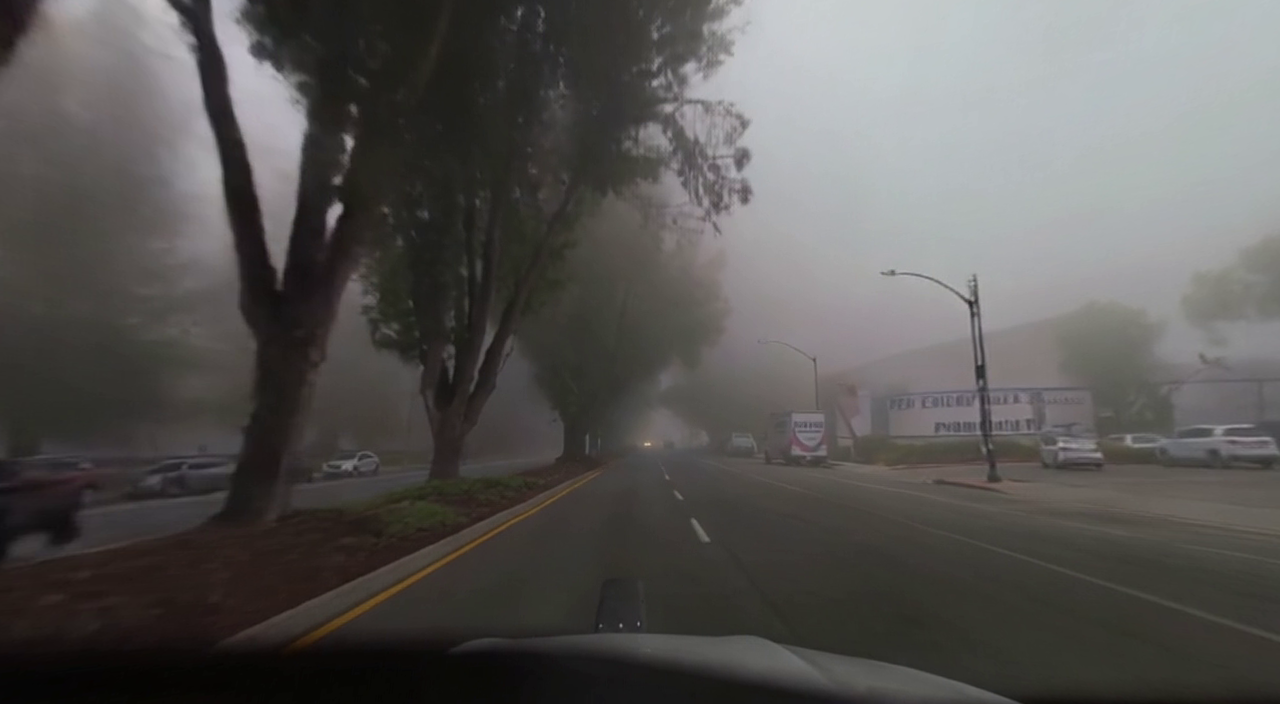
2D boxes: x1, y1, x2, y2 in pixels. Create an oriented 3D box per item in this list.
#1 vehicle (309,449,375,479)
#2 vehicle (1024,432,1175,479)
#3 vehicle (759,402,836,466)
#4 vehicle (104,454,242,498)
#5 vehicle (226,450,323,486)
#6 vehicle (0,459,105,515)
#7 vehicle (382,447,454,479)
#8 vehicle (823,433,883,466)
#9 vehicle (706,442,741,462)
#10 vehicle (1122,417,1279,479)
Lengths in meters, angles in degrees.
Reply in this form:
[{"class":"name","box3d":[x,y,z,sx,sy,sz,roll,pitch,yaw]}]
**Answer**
[{"class":"vehicle","box3d":[-17.513,6.546,37.318,1.772,1.480,4.499,-2,-8,-1]},{"class":"vehicle","box3d":[19.587,4.421,27.360,1.979,1.787,5.366,1,-8,-8]},{"class":"vehicle","box3d":[10.302,5.580,42.443,2.879,3.765,8.904,-1,-8,1]},{"class":"vehicle","box3d":[-18.624,4.926,25.516,1.787,1.482,4.645,-1,-8,4]},{"class":"vehicle","box3d":[-17.987,5.723,31.397,1.803,1.476,4.590,-2,-8,5]},{"class":"vehicle","box3d":[-18.918,3.985,18.743,1.890,1.468,4.727,-1,-8,1]},{"class":"vehicle","box3d":[-10.914,5.452,31.419,1.973,1.442,4.241,-1,-8,2]},{"class":"vehicle","box3d":[14.244,6.561,42.690,2.203,2.052,5.314,-1,-8,0]},{"class":"vehicle","box3d":[6.246,7.493,47.542,1.972,1.417,4.239,0,-8,-1]},{"class":"vehicle","box3d":[18.084,2.961,19.553,1.939,1.680,4.668,2,-9,-15]}]
